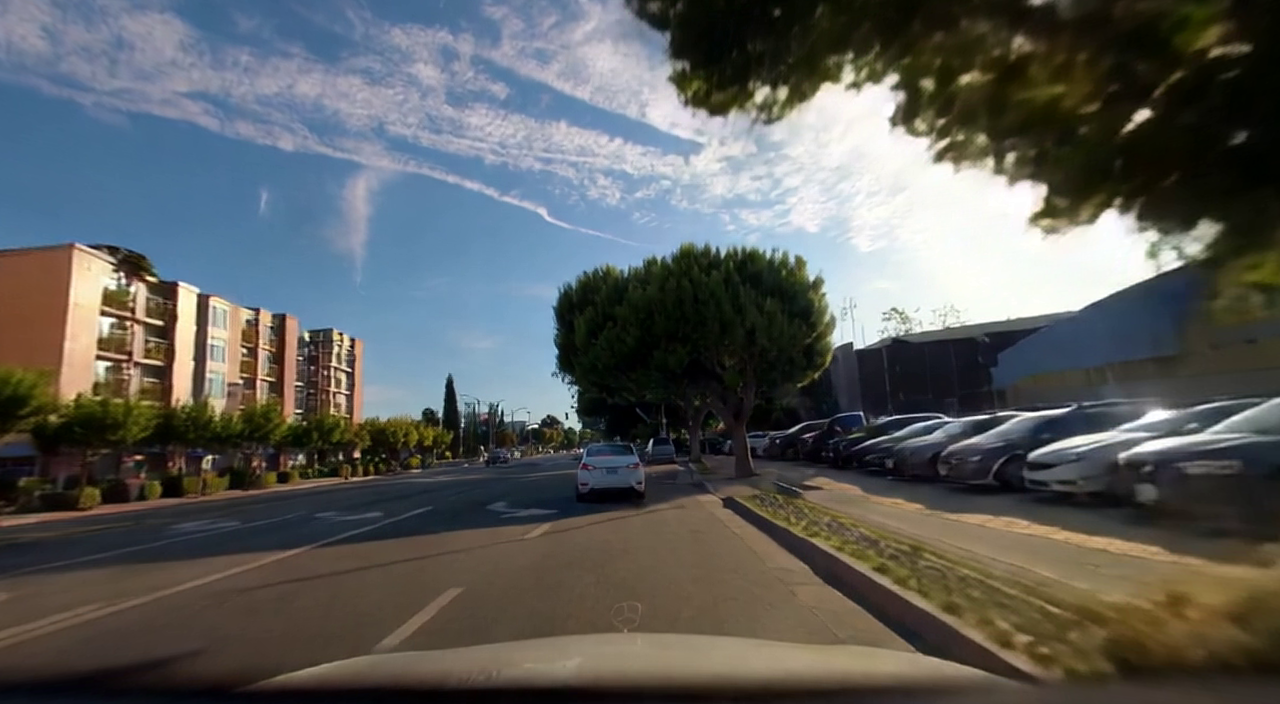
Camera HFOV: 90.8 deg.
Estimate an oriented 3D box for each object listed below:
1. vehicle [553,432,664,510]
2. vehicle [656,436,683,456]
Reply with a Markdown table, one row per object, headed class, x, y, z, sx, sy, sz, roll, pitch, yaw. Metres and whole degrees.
| class | x | y | z | sx | sy | sz | roll | pitch | yaw |
| --- | --- | --- | --- | --- | --- | --- | --- | --- | --- |
| vehicle | -0.717 | 2.622 | 14.386 | 2.116 | 1.479 | 4.358 | 0 | -8 | -3 |
| vehicle | 2.290 | 7.422 | 49.975 | 1.972 | 1.484 | 3.974 | 0 | -8 | 0 |
